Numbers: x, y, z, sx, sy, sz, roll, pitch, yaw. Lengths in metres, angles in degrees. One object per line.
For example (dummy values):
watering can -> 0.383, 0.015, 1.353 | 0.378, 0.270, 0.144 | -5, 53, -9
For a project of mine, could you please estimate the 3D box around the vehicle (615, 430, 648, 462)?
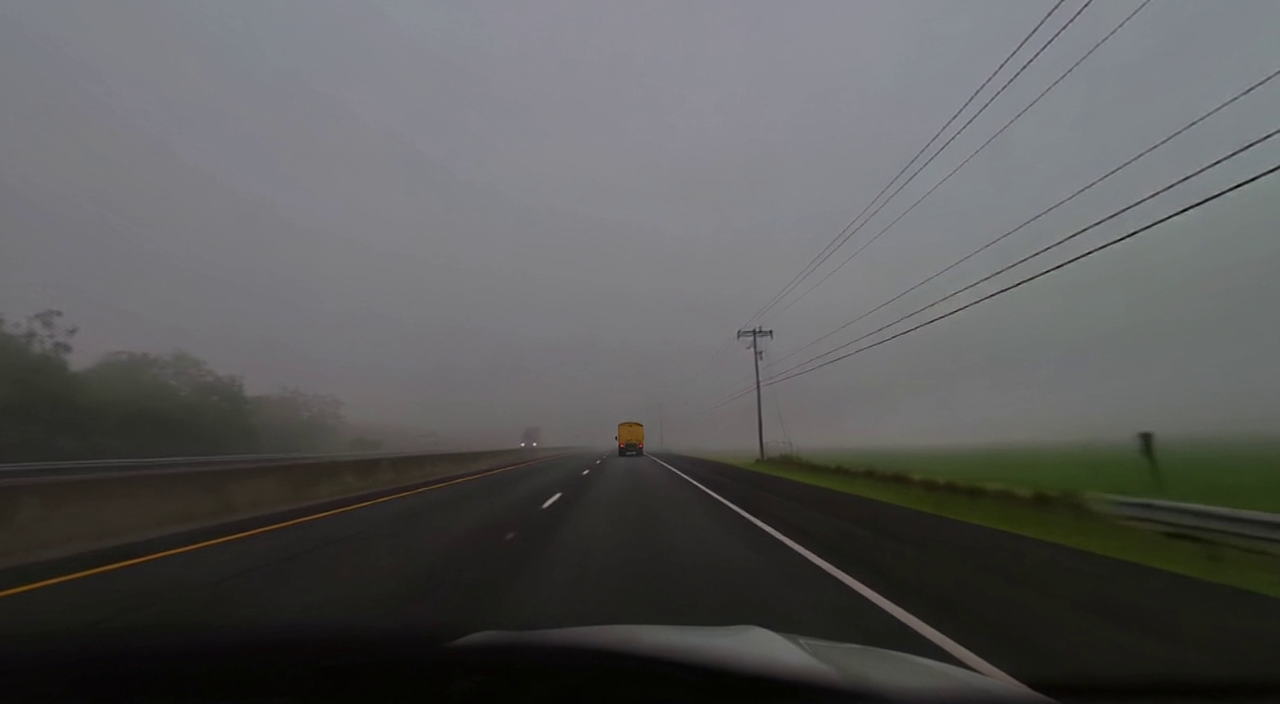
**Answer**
vehicle -> -0.659, 6.651, 44.783 | 2.240, 2.129, 4.480 | 0, -8, -2
